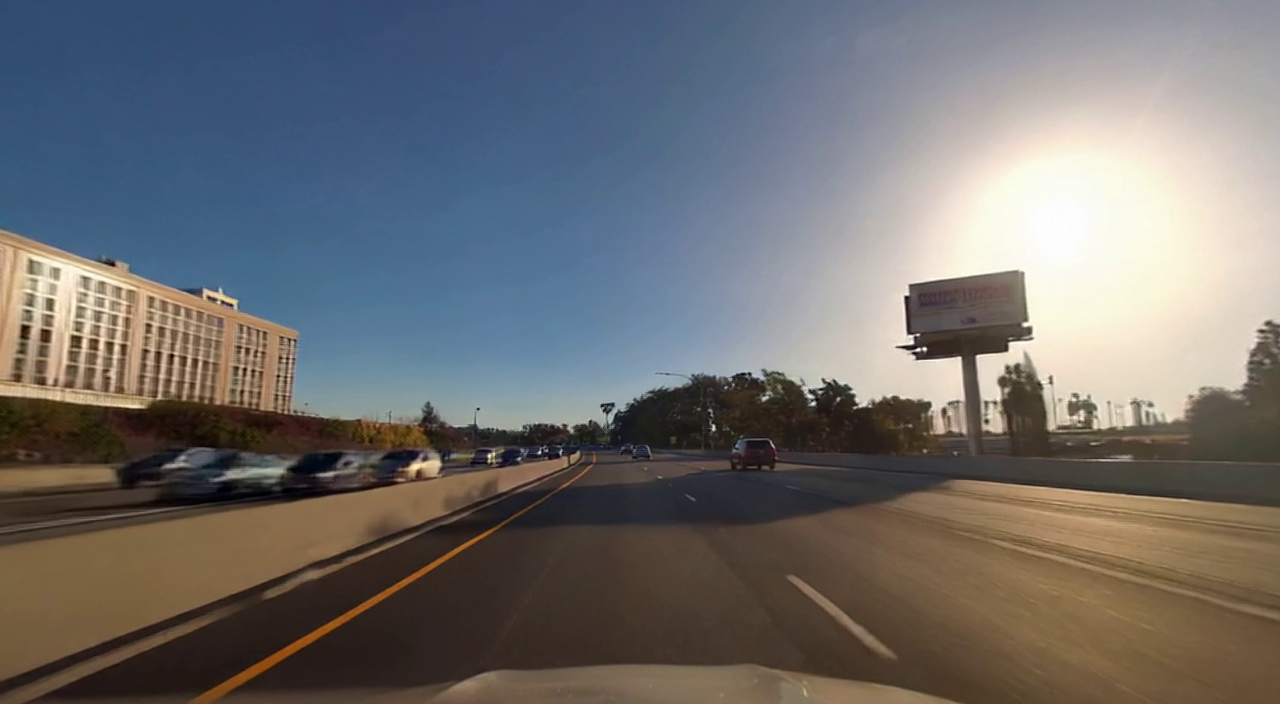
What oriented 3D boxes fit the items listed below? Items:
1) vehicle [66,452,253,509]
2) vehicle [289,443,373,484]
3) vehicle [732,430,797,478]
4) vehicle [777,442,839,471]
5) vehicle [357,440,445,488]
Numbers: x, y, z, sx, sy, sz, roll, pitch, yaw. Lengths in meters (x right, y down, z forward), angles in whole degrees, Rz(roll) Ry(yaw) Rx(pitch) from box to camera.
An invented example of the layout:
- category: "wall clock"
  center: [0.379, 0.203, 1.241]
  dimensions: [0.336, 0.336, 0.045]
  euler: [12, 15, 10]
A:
- category: "vehicle"
  center: [-13.598, 3.619, 18.337]
  dimensions: [1.975, 1.377, 4.491]
  euler: [0, -9, -1]
- category: "vehicle"
  center: [-14.868, 5.370, 30.759]
  dimensions: [1.703, 1.767, 4.921]
  euler: [0, -9, -1]
- category: "vehicle"
  center: [6.021, 4.999, 31.240]
  dimensions: [2.043, 2.154, 4.731]
  euler: [0, -9, -3]
- category: "vehicle"
  center: [9.423, 5.888, 35.895]
  dimensions: [1.981, 1.508, 4.768]
  euler: [0, -9, -3]
- category: "vehicle"
  center: [-10.031, 4.735, 26.936]
  dimensions: [2.122, 1.824, 4.603]
  euler: [1, -9, -3]
